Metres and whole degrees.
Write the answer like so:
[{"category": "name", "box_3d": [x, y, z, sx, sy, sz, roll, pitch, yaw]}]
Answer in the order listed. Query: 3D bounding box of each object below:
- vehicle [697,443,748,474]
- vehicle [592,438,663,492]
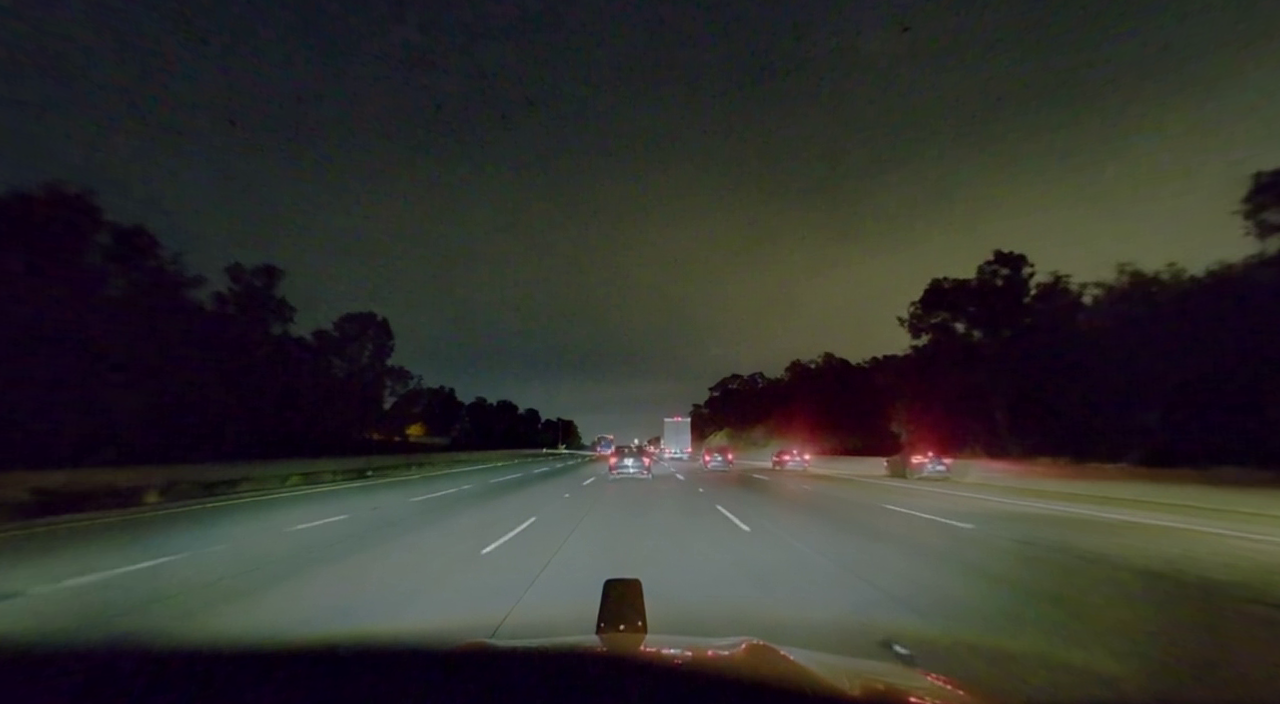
[{"category": "vehicle", "box_3d": [4.158, 5.426, 32.324, 1.971, 1.472, 4.301, 0, -8, -1]}, {"category": "vehicle", "box_3d": [-0.296, 3.544, 20.046, 2.020, 1.516, 3.951, -1, -8, 2]}]
